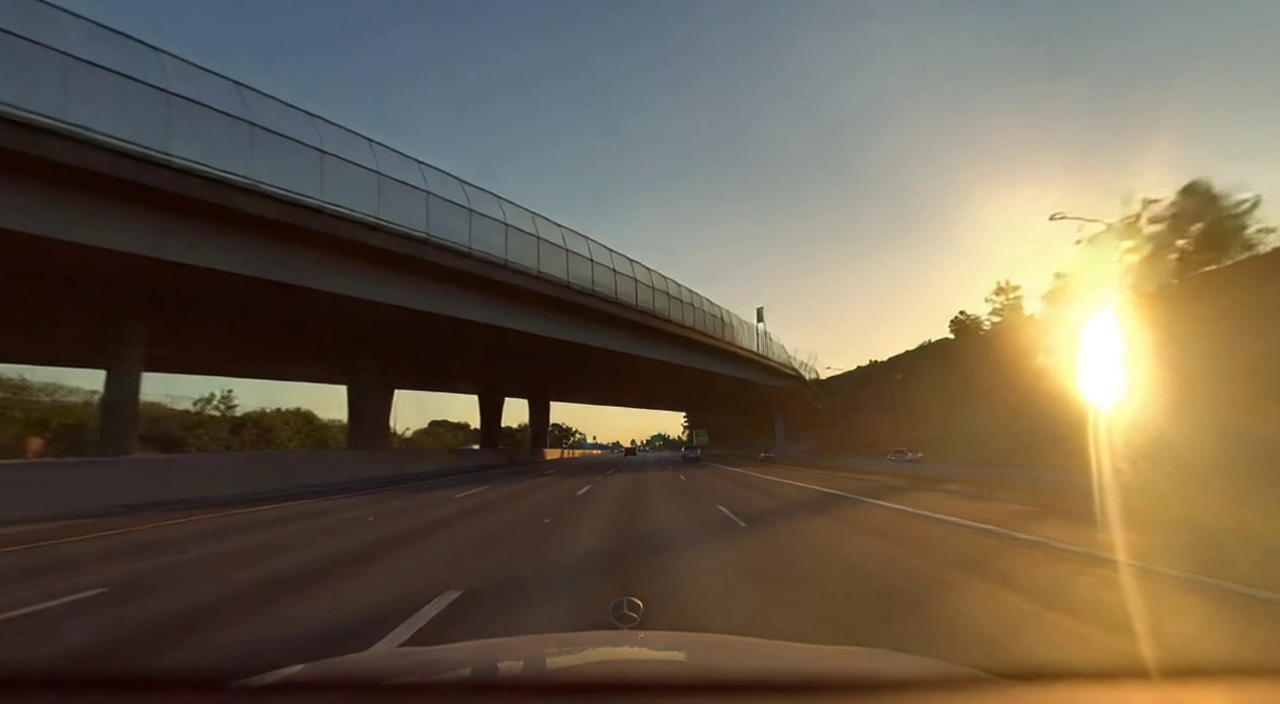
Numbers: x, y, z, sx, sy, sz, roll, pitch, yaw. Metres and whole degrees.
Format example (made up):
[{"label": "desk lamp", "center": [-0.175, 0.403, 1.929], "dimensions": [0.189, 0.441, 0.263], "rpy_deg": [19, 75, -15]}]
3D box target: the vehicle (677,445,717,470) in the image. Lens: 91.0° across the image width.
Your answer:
[{"label": "vehicle", "center": [3.532, 6.642, 39.834], "dimensions": [2.033, 1.501, 4.398], "rpy_deg": [0, -9, -1]}]
